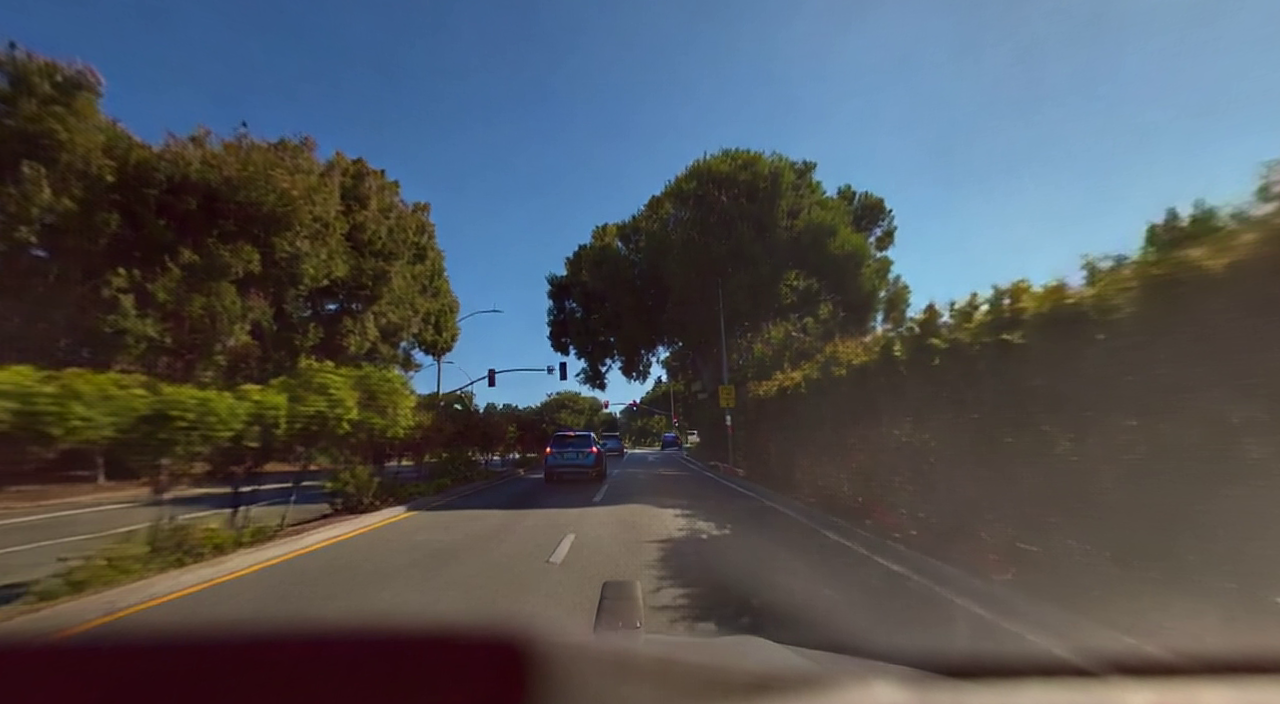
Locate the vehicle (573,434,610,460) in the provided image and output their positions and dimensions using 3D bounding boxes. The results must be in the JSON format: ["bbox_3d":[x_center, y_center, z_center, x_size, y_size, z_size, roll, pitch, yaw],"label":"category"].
[{"bbox_3d":[-2.995,5.984,39.817,1.979,1.492,3.930,0,-9,1],"label":"vehicle"}]

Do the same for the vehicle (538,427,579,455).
[{"bbox_3d":[-6.097,6.795,48.023,2.390,2.020,5.085,0,-9,0],"label":"vehicle"}]
